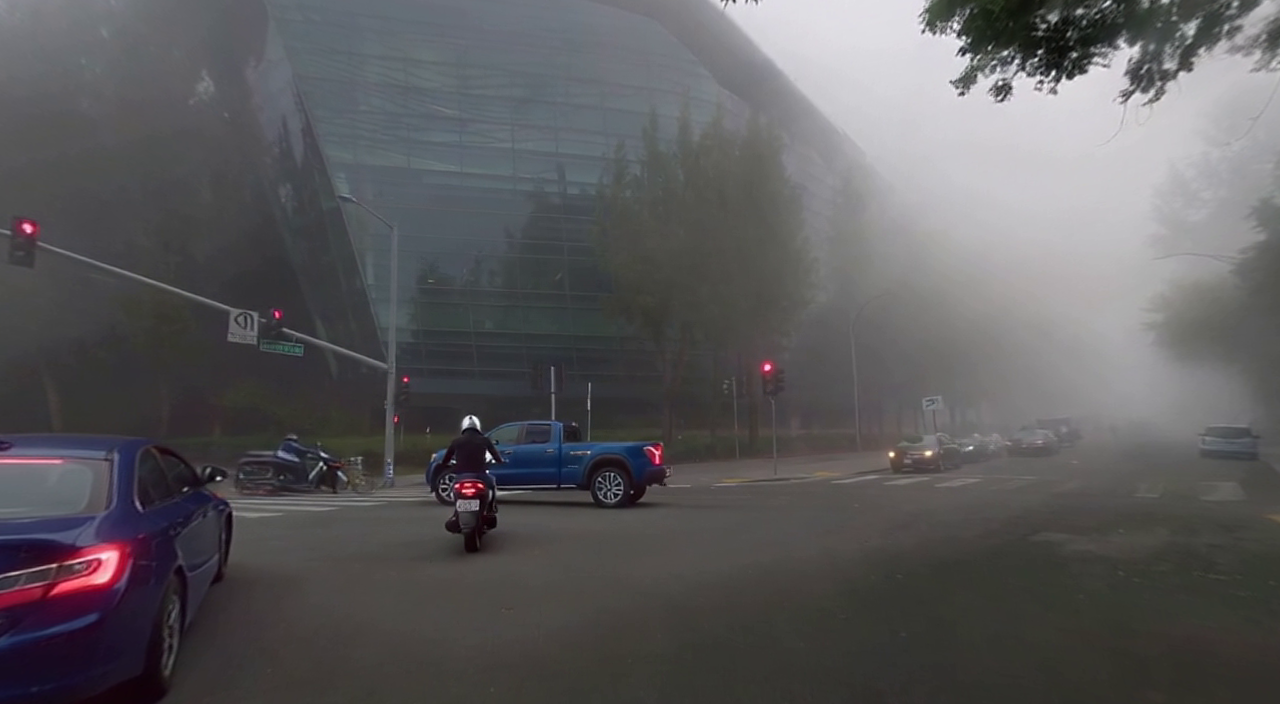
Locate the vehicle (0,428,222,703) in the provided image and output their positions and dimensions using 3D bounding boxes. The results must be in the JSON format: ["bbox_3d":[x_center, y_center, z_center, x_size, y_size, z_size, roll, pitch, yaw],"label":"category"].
[{"bbox_3d":[-4.229,1.295,4.279,2.009,1.450,4.182,6,-10,-36],"label":"vehicle"}]

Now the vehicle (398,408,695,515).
[{"bbox_3d":[-1.980,2.293,13.660,5.833,1.960,2.341,2,-9,-16],"label":"vehicle"}]

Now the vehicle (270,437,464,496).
[{"bbox_3d":[-7.280,3.085,17.153,4.401,1.480,1.864,-1,-8,3],"label":"vehicle"}]

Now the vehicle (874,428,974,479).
[{"bbox_3d":[10.458,3.651,23.045,2.084,1.656,4.583,-7,-11,39],"label":"vehicle"}]
